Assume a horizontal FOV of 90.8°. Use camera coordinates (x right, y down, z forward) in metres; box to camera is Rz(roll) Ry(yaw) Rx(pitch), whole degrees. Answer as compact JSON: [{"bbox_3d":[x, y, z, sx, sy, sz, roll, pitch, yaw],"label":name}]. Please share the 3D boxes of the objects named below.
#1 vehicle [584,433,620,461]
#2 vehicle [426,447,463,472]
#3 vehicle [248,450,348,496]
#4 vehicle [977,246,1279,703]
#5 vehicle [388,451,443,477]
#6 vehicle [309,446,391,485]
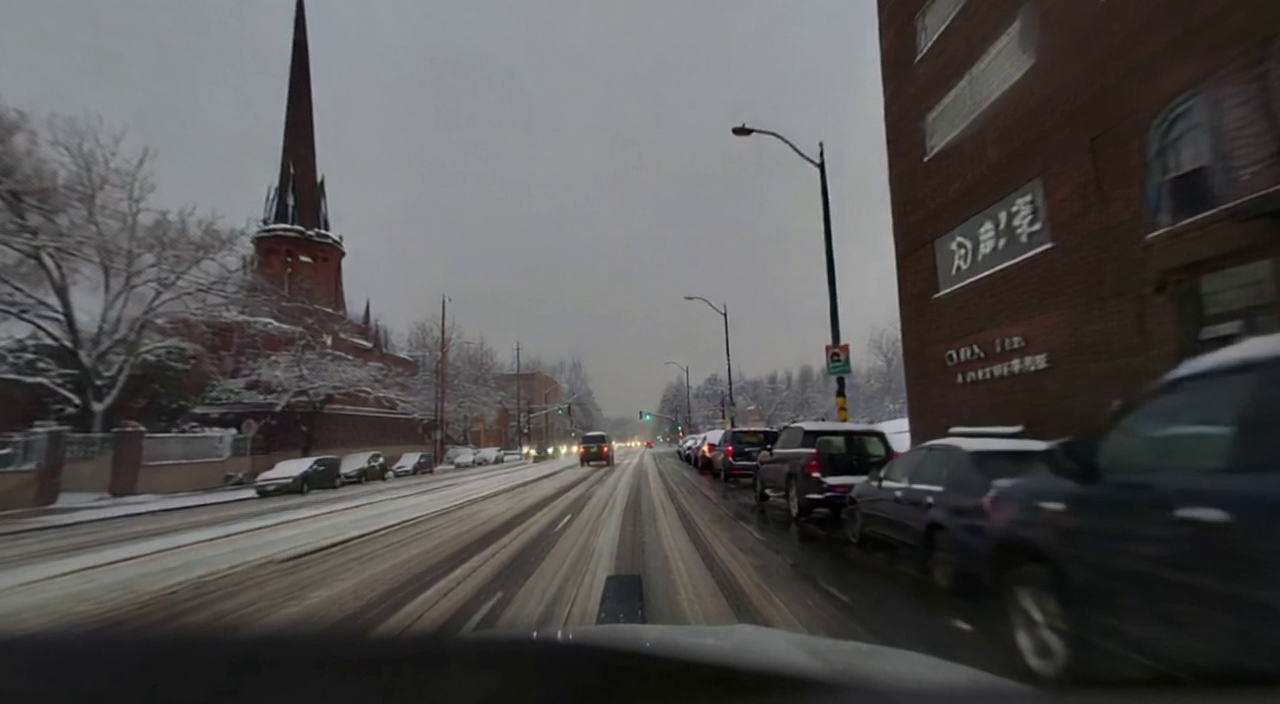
[{"bbox_3d":[-2.742,7.049,46.895,2.293,1.936,4.737,0,-9,1],"label":"vehicle"},{"bbox_3d":[-15.178,8.374,49.273,1.751,1.865,3.735,0,-9,-1],"label":"vehicle"},{"bbox_3d":[-14.940,5.271,27.932,1.978,1.819,4.477,0,-9,-2],"label":"vehicle"},{"bbox_3d":[3.121,0.618,1.468,2.074,2.041,5.045,1,-8,2],"label":"vehicle"},{"bbox_3d":[-15.193,7.608,43.084,2.076,1.672,4.499,0,-9,0],"label":"vehicle"},{"bbox_3d":[-15.237,5.988,33.540,2.014,1.846,4.920,0,-9,-1],"label":"vehicle"}]
